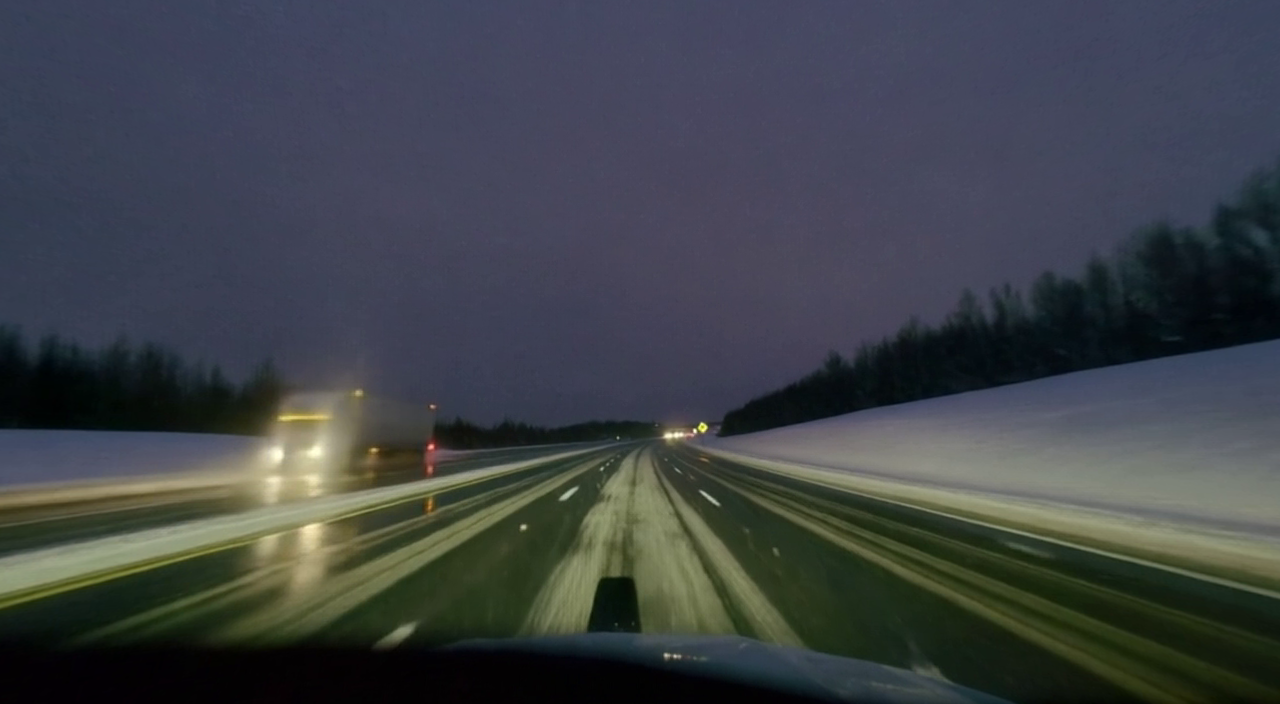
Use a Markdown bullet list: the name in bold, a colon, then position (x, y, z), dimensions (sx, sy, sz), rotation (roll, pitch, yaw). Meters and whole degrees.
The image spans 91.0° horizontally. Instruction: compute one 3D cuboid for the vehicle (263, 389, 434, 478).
- **vehicle**: position (-15.831, 4.775, 36.291), dimensions (3.282, 4.100, 13.995), rotation (0, -8, 0)
